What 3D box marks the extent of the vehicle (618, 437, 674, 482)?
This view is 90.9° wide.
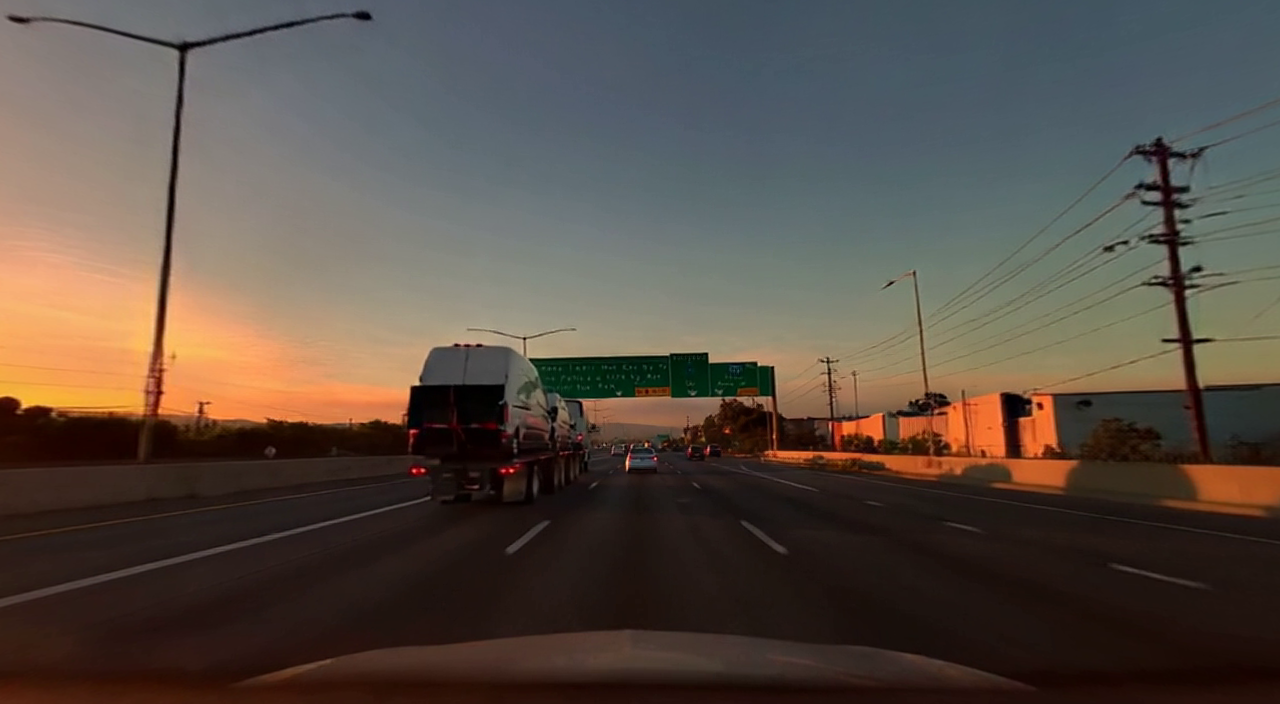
[{"bbox_3d":[0.244,4.728,28.075,2.279,1.837,4.747,0,-8,0],"label":"vehicle"}]

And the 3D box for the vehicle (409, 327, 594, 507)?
[{"bbox_3d":[-3.870,2.711,23.234,2.888,4.308,16.259,0,-8,1],"label":"vehicle"}]
